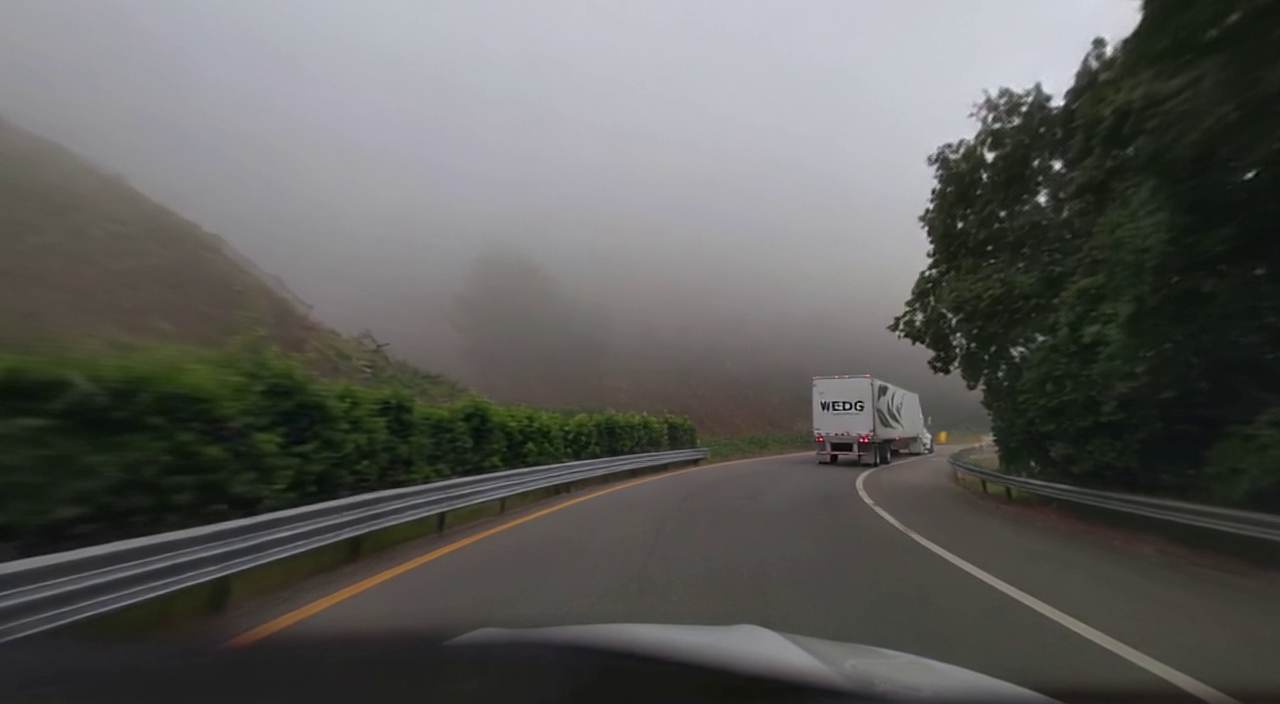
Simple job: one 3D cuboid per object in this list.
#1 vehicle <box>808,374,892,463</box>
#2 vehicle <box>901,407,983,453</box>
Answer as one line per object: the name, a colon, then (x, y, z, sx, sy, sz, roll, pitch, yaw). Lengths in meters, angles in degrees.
vehicle: (9.620, 3.071, 28.743, 2.963, 3.771, 3.137, -4, -9, 29)
vehicle: (18.457, 4.783, 38.180, 6.650, 2.524, 2.120, 8, -11, -43)
